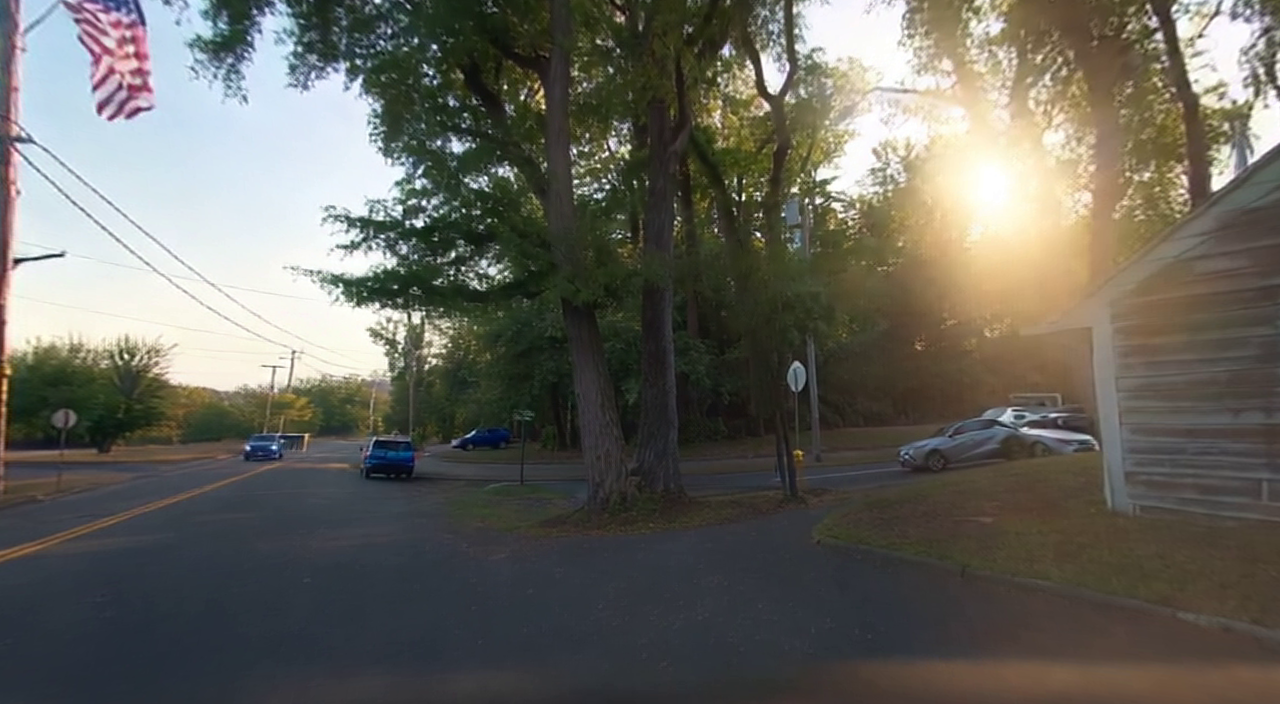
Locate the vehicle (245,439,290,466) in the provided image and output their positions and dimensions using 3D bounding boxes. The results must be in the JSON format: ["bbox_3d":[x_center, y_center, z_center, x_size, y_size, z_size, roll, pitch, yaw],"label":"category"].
[{"bbox_3d":[-25.869,6.968,44.012,2.086,1.798,4.511,3,-9,-23],"label":"vehicle"}]

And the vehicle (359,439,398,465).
[{"bbox_3d":[-15.856,6.054,38.249,1.941,1.460,4.206,4,-9,-24],"label":"vehicle"}]

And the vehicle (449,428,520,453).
[{"bbox_3d":[-11.405,6.491,46.313,4.767,1.735,1.920,4,-9,-24],"label":"vehicle"}]
